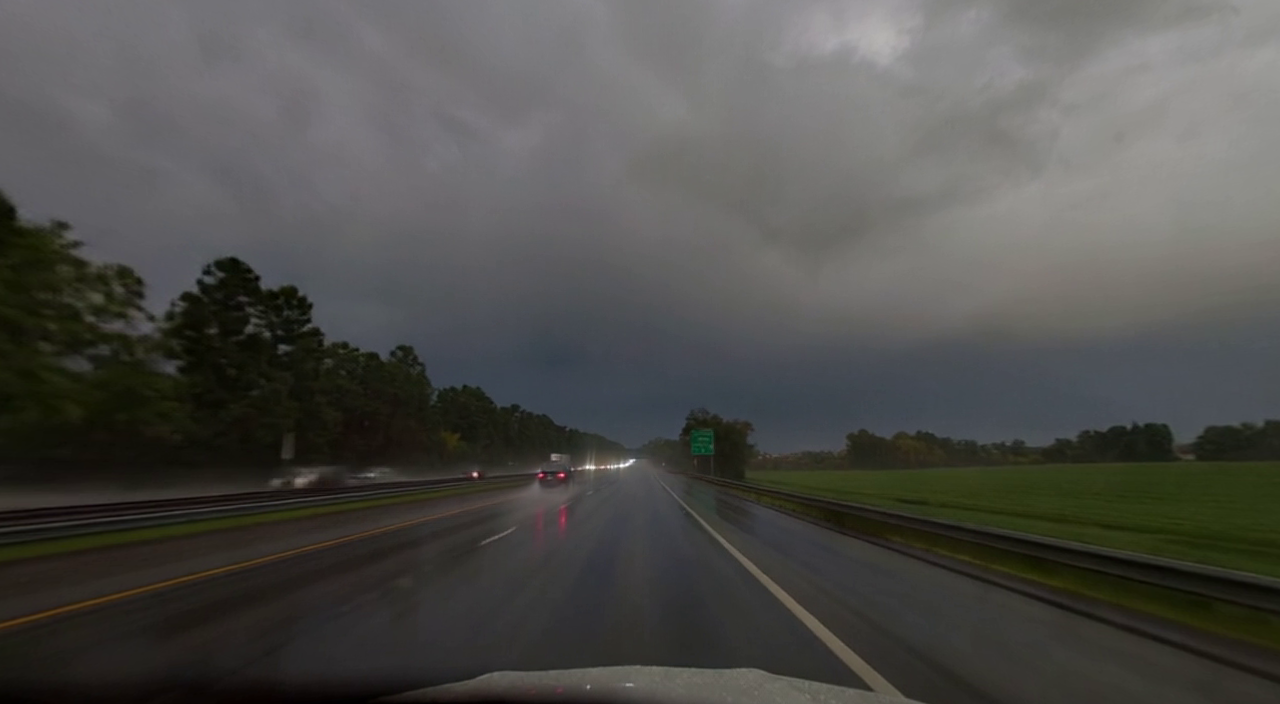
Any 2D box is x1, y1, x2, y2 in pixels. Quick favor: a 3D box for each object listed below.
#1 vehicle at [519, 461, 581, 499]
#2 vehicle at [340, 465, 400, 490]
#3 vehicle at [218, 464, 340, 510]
[{"bbox_3d":[-3.837,5.570,27.579,2.043,1.486,4.442,1,-10,0],"label":"vehicle"},{"bbox_3d":[-17.167,7.995,40.291,1.867,1.503,4.432,1,-10,0],"label":"vehicle"},{"bbox_3d":[-12.722,4.756,22.542,1.869,1.453,4.165,1,-10,0],"label":"vehicle"}]
